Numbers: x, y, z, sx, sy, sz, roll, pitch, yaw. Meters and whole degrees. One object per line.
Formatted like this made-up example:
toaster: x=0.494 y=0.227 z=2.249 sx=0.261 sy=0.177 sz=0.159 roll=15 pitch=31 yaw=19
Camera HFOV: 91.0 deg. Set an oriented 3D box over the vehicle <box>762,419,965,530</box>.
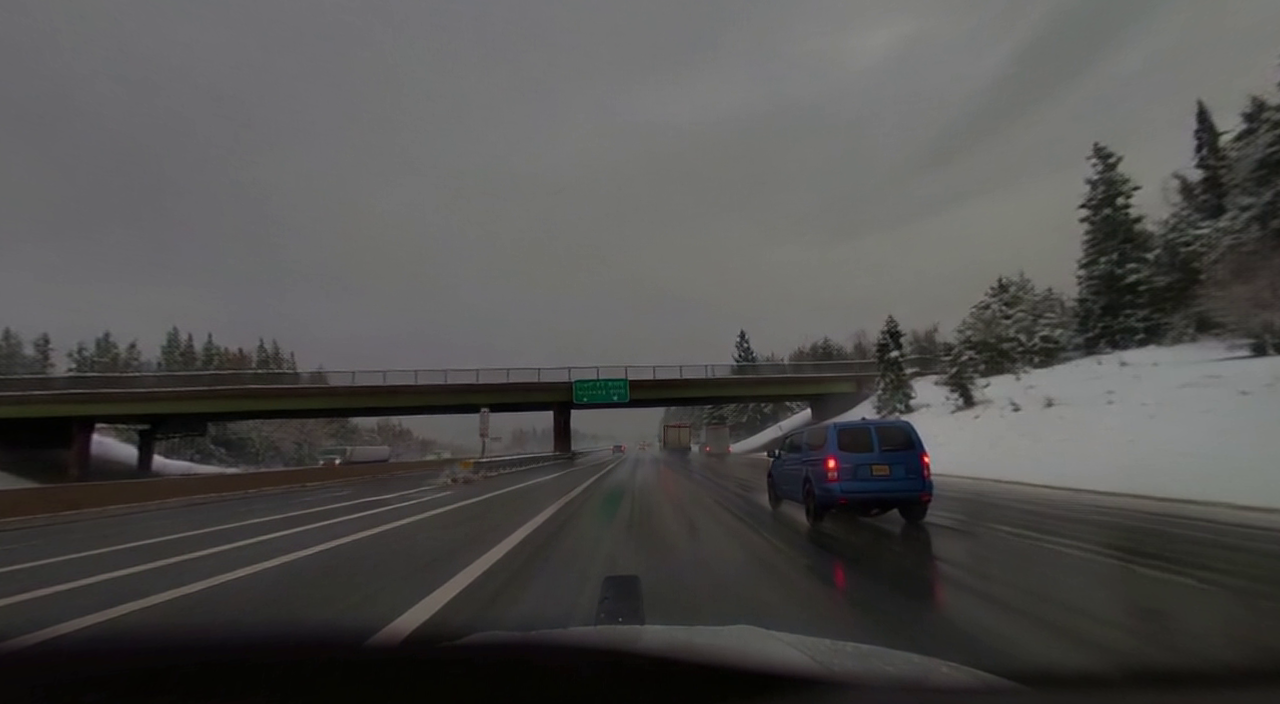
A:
vehicle: x=3.885 y=2.216 z=11.987 sx=2.148 sy=1.691 sz=4.443 roll=0 pitch=-8 yaw=-1
